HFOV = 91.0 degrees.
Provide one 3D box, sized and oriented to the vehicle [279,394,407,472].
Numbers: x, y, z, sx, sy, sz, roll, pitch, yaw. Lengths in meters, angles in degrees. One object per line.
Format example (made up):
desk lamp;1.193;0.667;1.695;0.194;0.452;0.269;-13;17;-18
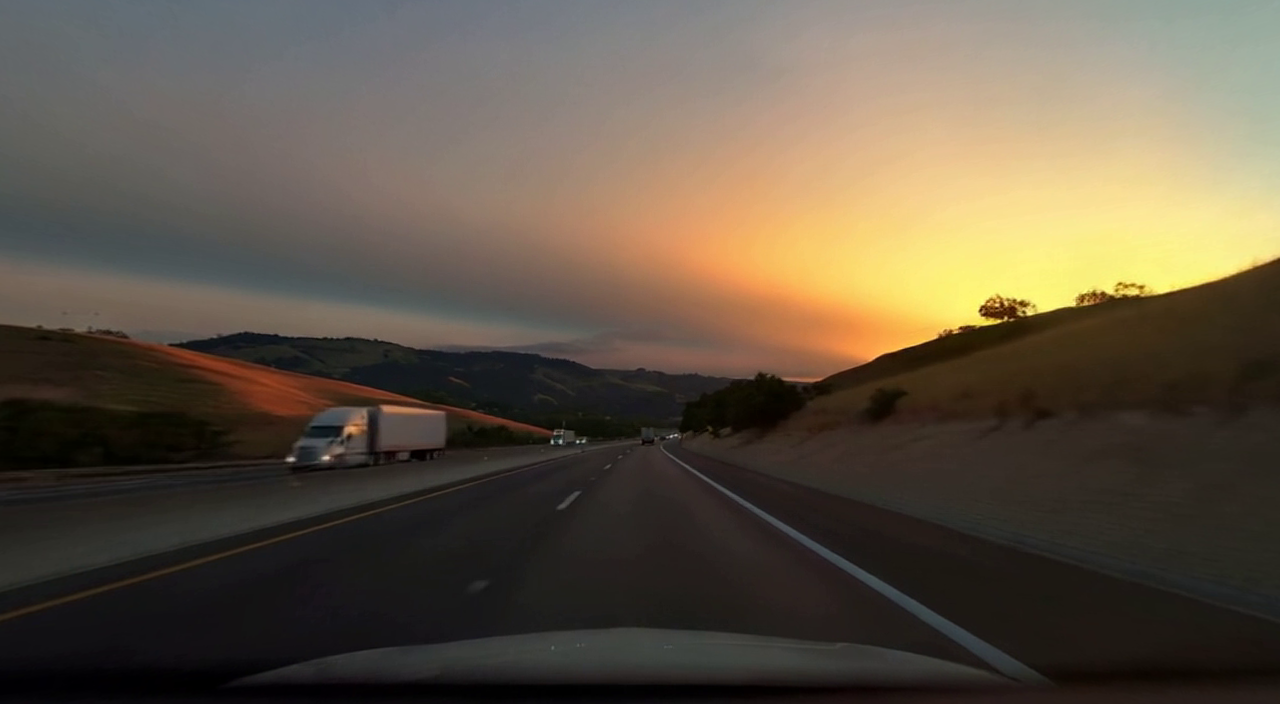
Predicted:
vehicle;-17.766;5.041;38.771;2.929;4.024;9.958;-3;-8;1
